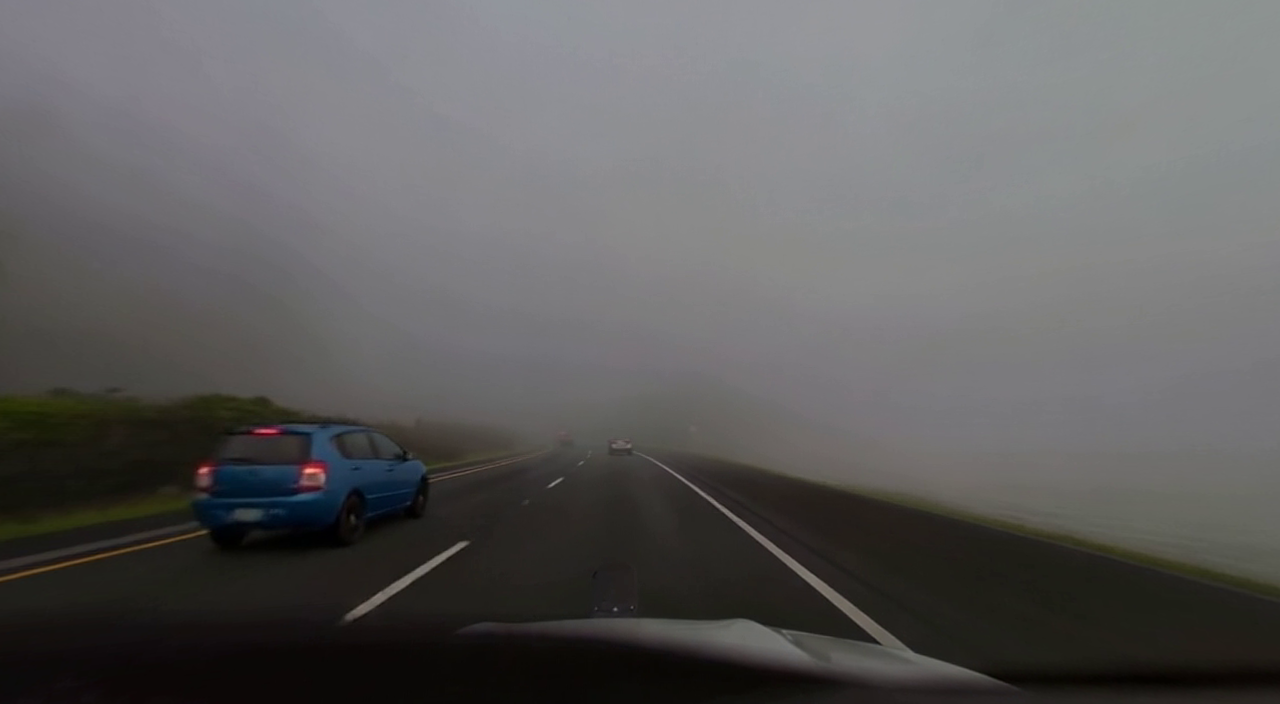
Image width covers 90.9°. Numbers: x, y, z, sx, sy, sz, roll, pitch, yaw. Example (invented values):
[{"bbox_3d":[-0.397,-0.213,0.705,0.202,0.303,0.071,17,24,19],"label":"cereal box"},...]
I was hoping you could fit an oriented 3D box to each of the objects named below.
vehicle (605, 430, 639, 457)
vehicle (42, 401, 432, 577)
[{"bbox_3d":[-1.168,5.780,39.954,2.041,1.618,3.898,0,-8,-3],"label":"vehicle"},{"bbox_3d":[-4.561,1.602,8.357,2.039,1.627,4.844,0,-8,-1],"label":"vehicle"}]
